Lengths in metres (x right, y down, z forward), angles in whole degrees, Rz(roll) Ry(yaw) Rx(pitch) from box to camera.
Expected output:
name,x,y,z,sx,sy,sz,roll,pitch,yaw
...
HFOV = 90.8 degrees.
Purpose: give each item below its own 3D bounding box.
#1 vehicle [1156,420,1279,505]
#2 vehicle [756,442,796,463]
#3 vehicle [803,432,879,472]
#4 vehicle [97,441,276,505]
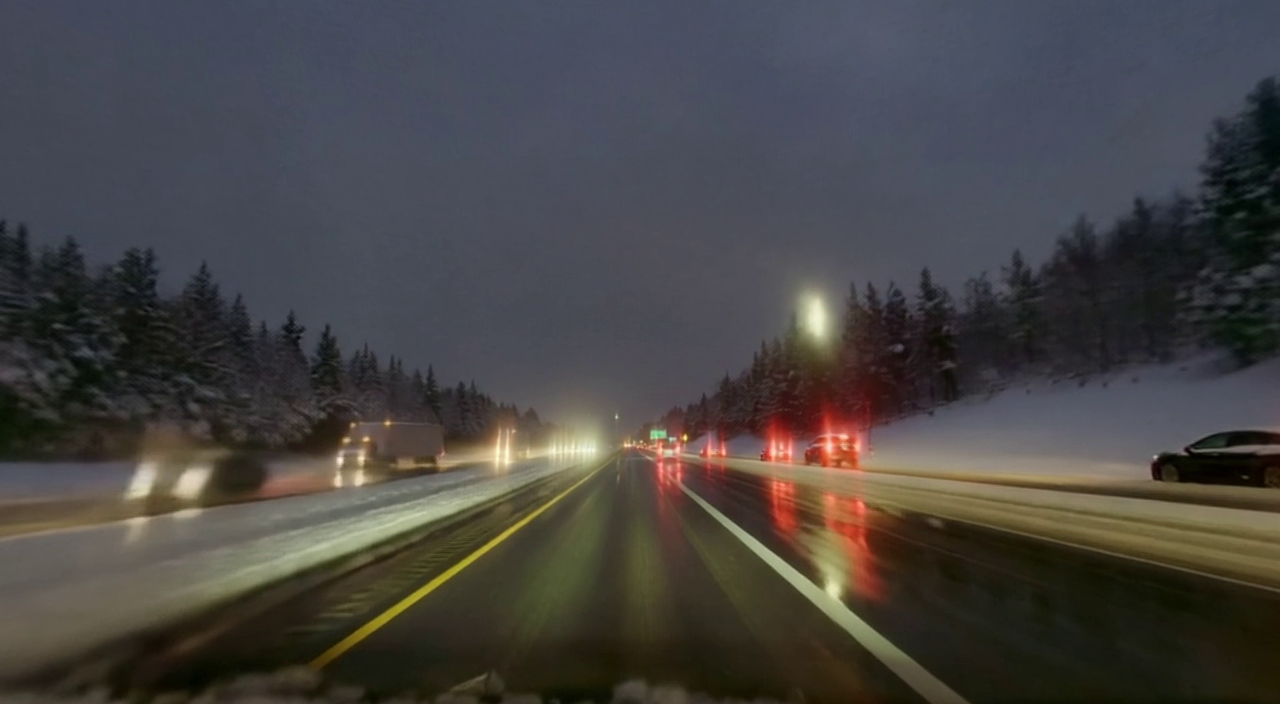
name,x,y,z,sx,sy,sz,roll,pitch,yaw
vehicle,13.956,2.354,13.563,1.957,1.709,4.387,0,-8,-1
vehicle,10.164,7.563,47.613,1.931,1.479,4.183,0,-8,-2
vehicle,9.677,4.865,30.853,2.098,1.820,4.505,0,-8,-2
vehicle,-12.634,3.368,18.035,1.936,1.573,4.320,0,-9,-1
